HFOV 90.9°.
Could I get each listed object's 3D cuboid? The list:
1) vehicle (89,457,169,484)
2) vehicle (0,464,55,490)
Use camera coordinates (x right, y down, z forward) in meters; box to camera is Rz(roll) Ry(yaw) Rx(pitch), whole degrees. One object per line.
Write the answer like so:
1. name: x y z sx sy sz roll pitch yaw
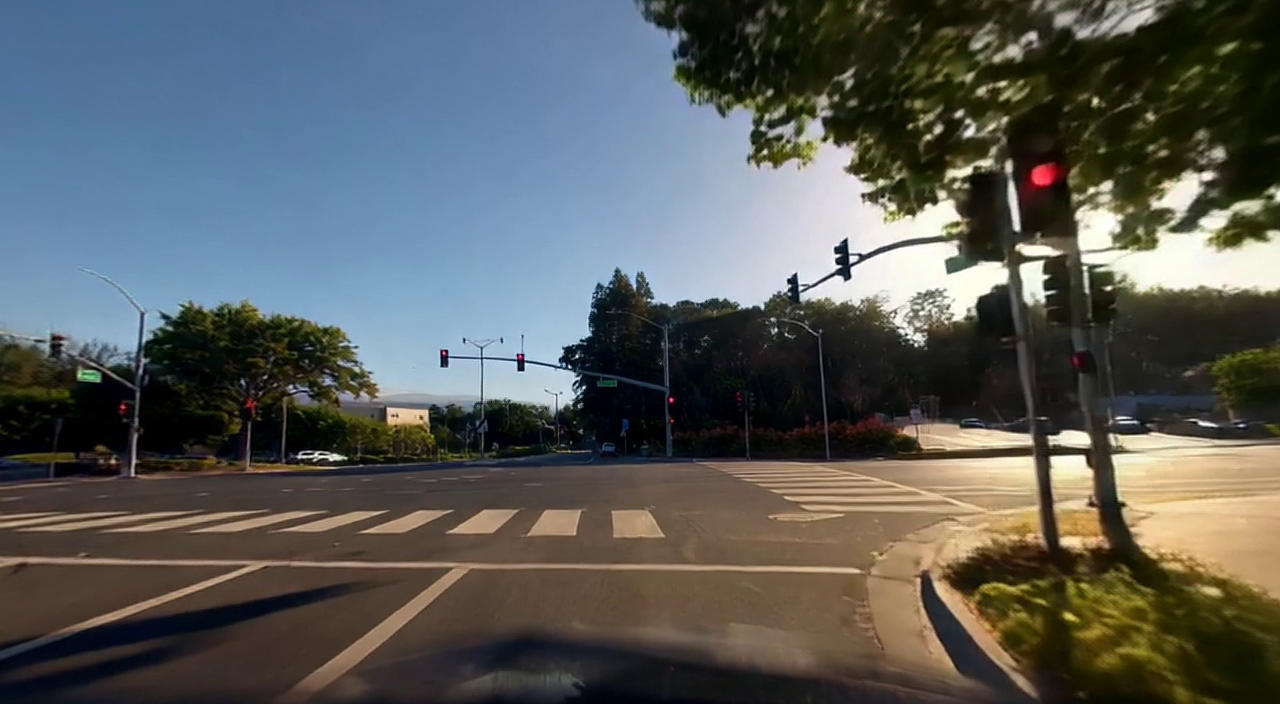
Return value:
1. vehicle: -36.143 8.365 44.612 4.241 1.413 1.673 -3 -5 -1
2. vehicle: -36.737 7.260 36.638 3.748 1.389 1.656 -1 -8 0
